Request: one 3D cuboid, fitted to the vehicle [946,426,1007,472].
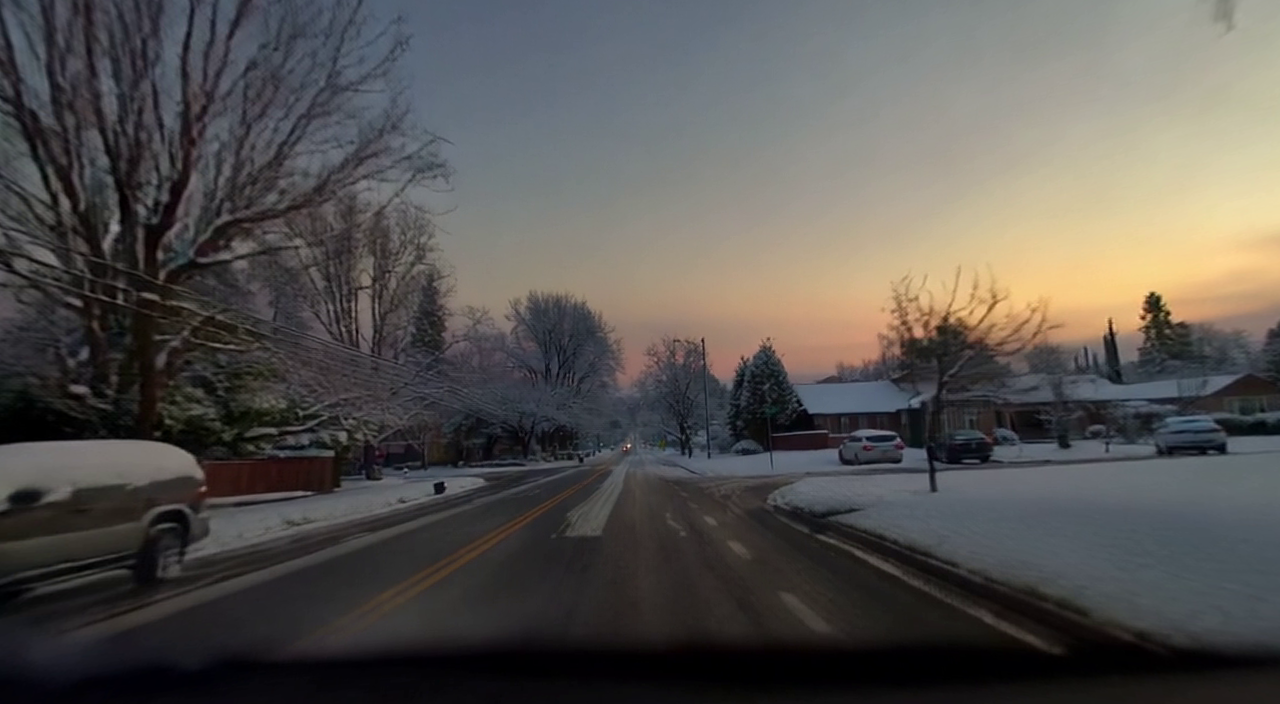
[{"bbox_3d":[13.860,3.986,25.924,1.860,1.697,4.292,-5,-10,30],"label":"vehicle"}]

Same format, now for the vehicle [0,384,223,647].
[{"bbox_3d":[-6.779,1.697,6.529,2.057,2.317,4.386,-6,-9,-1],"label":"vehicle"}]

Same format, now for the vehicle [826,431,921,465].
[{"bbox_3d":[9.431,3.961,26.020,1.922,1.263,4.664,0,-9,-3],"label":"vehicle"}]

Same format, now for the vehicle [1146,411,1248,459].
[{"bbox_3d":[21.836,3.295,24.961,1.956,1.632,3.922,-9,-11,27],"label":"vehicle"}]
